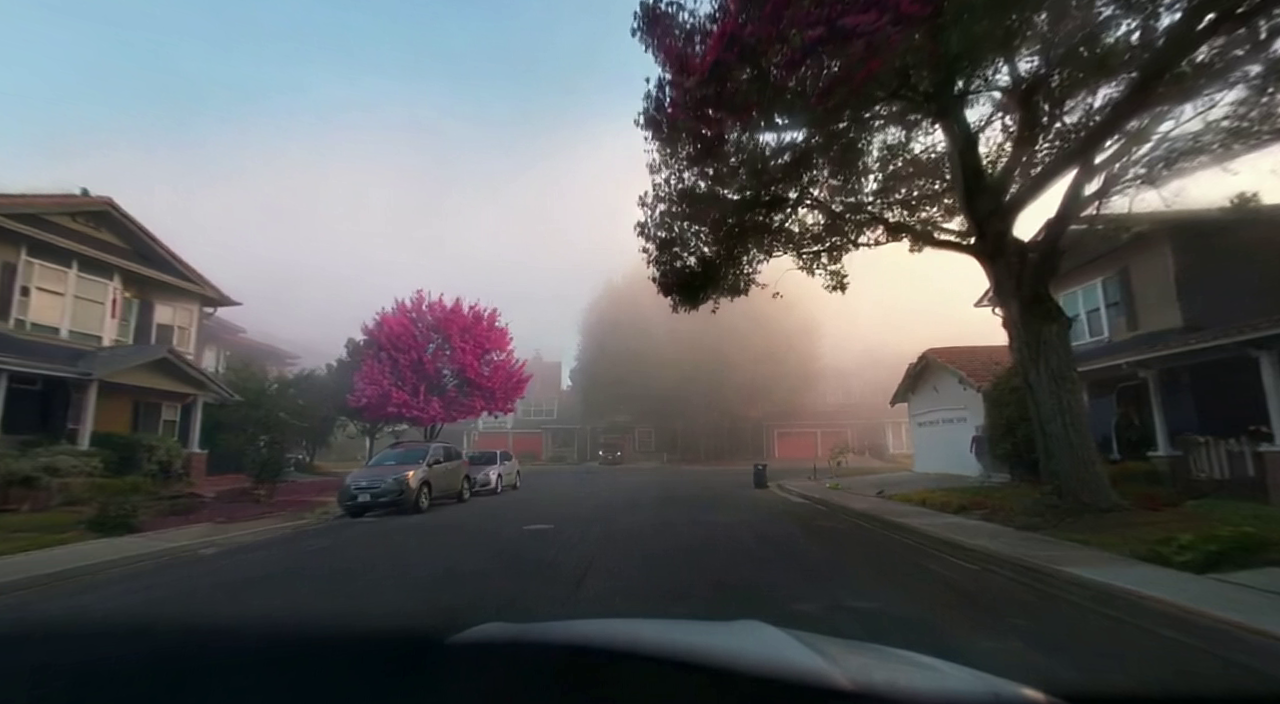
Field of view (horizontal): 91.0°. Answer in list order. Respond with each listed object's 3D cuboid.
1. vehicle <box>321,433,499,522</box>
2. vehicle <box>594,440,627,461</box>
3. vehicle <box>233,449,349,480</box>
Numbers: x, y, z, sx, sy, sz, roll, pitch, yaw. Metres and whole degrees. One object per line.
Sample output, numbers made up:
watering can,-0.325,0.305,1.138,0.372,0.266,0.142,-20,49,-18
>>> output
vehicle,-5.235,2.907,15.212,2.139,1.783,4.717,-1,-9,6
vehicle,-2.158,7.467,47.634,1.968,1.491,4.486,-1,-9,4
vehicle,-17.827,5.739,32.268,4.804,1.487,1.974,-1,-9,4
